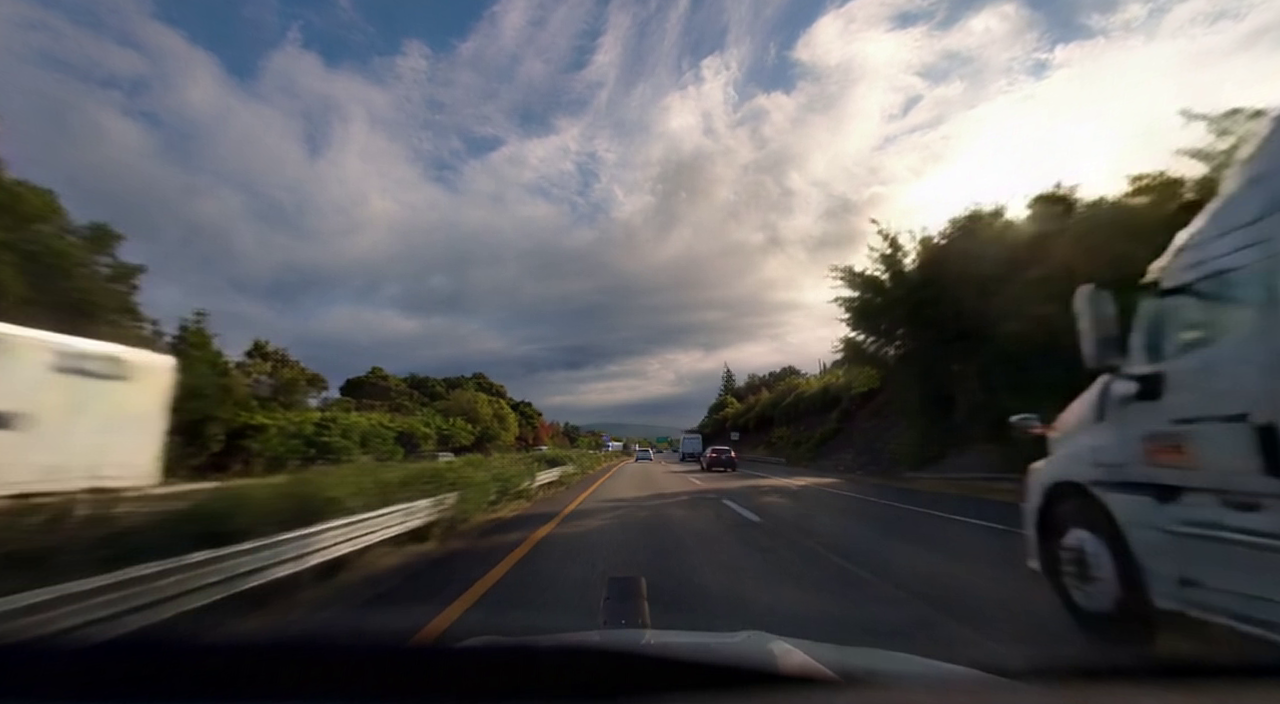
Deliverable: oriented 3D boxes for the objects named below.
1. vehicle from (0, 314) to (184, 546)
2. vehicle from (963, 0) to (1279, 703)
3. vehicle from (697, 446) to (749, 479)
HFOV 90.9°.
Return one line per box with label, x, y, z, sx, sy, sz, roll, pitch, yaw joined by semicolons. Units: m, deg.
vehicle;-13.003;1.015;8.833;2.898;4.144;13.929;0;-9;-1
vehicle;4.521;-0.243;2.552;3.017;3.908;5.973;0;-9;-1
vehicle;4.139;5.557;32.012;2.043;1.542;3.881;0;-9;-1
